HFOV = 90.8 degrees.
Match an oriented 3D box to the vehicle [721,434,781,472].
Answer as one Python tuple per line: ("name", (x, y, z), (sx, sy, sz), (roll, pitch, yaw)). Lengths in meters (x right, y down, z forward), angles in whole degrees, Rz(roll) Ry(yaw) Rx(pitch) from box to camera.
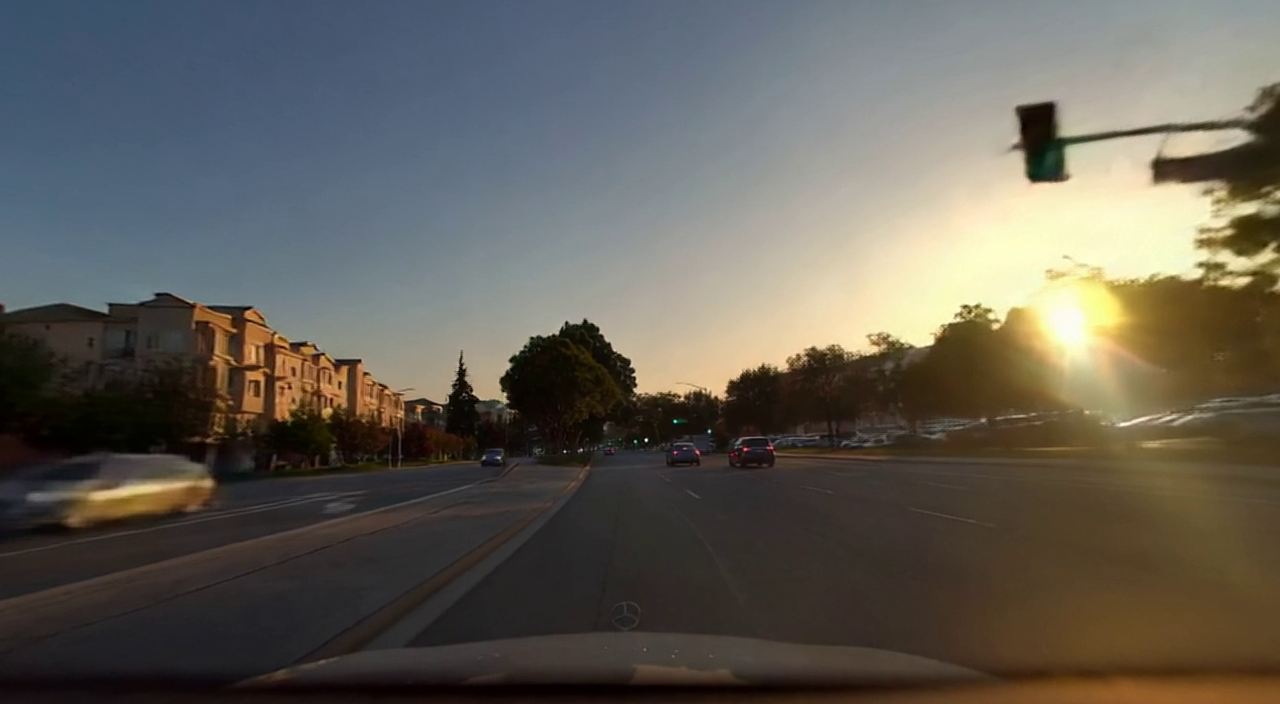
("vehicle", (5.506, 5.088, 31.983), (1.946, 1.773, 4.641), (0, -9, -3))

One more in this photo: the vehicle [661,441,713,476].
("vehicle", (2.169, 5.076, 30.289), (1.917, 1.538, 4.259), (0, -9, -4))

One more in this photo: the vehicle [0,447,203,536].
("vehicle", (-12.492, 2.963, 14.182), (1.891, 1.633, 4.737), (0, -9, 1))
